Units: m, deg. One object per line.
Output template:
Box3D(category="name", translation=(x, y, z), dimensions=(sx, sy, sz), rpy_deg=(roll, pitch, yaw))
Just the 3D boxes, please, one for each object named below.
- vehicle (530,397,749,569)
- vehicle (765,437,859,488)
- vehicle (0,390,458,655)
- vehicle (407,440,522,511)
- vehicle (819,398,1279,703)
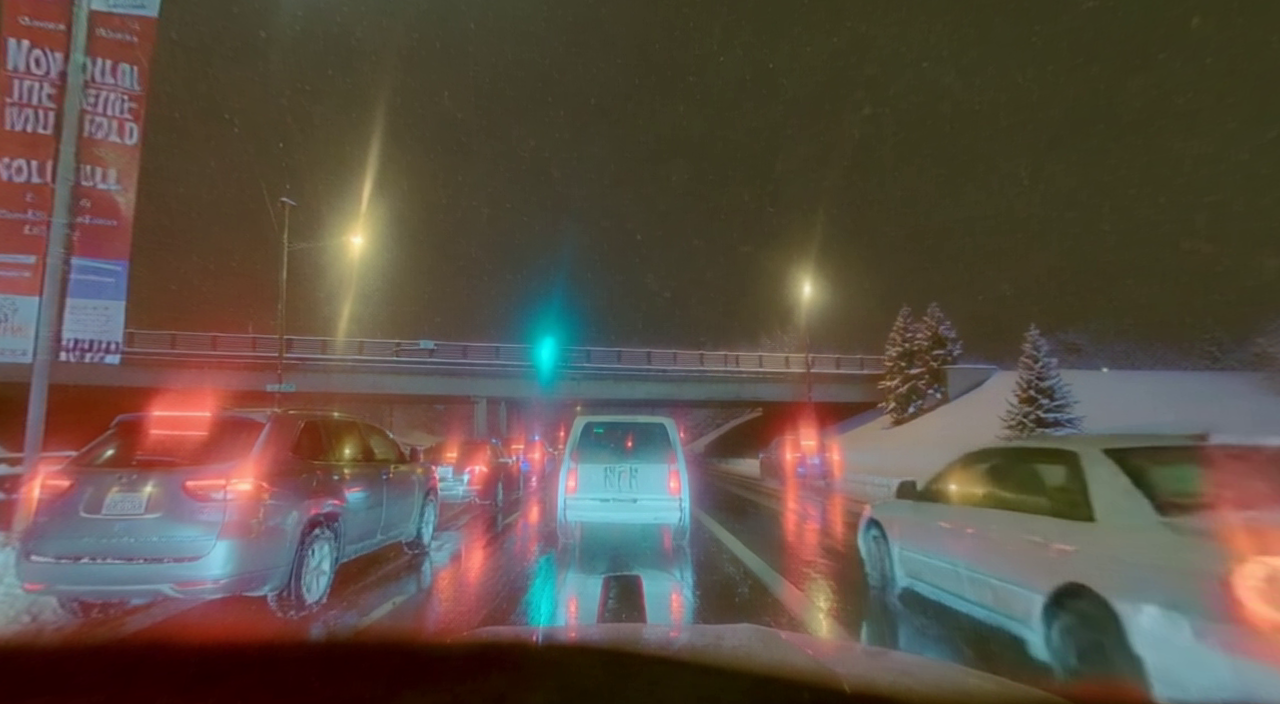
Box3D(category="vehicle", translation=(-0.083, 1.767, 9.219), dimensions=(2.409, 1.864, 4.471), rpy_deg=(0, -9, -2))
Box3D(category="vehicle", translation=(6.413, 4.171, 24.071), dimensions=(2.191, 1.730, 4.658), rpy_deg=(0, -9, -1))
Box3D(category="vehicle", translation=(-3.499, 1.429, 6.289), dimensions=(2.039, 1.709, 4.265), rpy_deg=(0, -9, 0))
Box3D(category="vehicle", translation=(-4.148, 2.946, 15.437), dimensions=(1.797, 1.505, 3.506), rpy_deg=(0, -9, 0))
Box3D(category="vehicle", translation=(3.015, 1.197, 4.016), dimensions=(2.228, 1.472, 4.939), rpy_deg=(0, -9, -1))
